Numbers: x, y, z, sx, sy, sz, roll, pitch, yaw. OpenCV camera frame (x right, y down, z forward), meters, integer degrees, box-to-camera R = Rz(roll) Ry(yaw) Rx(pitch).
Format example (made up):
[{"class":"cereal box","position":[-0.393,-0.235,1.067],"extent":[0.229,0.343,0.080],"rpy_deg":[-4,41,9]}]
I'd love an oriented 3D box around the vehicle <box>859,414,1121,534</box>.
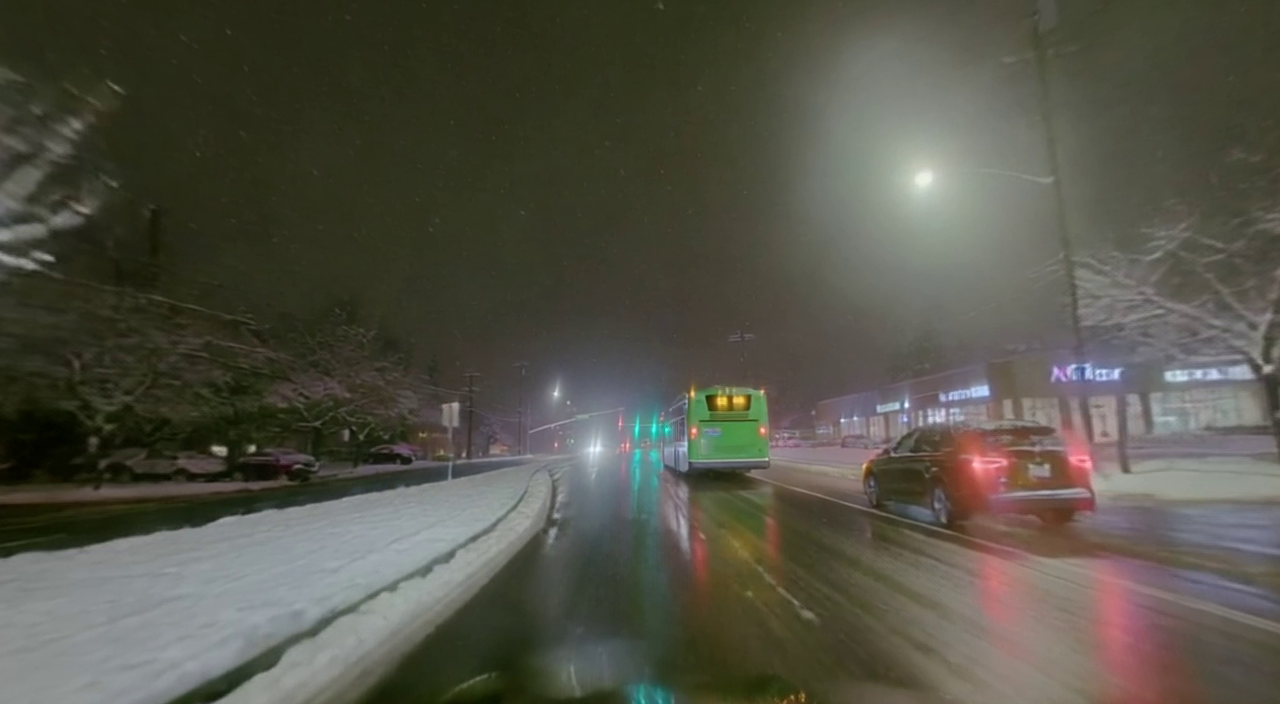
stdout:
[{"class":"vehicle","position":[6.009,2.151,11.709],"extent":[2.129,1.754,4.668],"rpy_deg":[0,-8,0]}]

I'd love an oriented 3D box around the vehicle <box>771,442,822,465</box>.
[{"class":"vehicle","position":[10.515,6.833,42.704],"extent":[2.073,1.443,4.860],"rpy_deg":[0,-8,-2]}]

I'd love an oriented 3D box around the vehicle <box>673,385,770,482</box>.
[{"class":"vehicle","position":[3.024,3.467,26.238],"extent":[2.766,3.306,9.281],"rpy_deg":[0,-8,0]}]

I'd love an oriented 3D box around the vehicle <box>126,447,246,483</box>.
[{"class":"vehicle","position":[-25.106,6.248,34.967],"extent":[4.857,1.846,2.185],"rpy_deg":[0,-8,-2]}]

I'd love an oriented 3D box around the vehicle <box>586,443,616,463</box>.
[{"class":"vehicle","position":[-2.957,7.722,48.218],"extent":[2.211,1.416,4.179],"rpy_deg":[0,-8,-3]}]

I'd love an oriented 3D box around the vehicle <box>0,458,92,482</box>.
[{"class":"vehicle","position":[-38.657,7.594,40.486],"extent":[4.646,1.447,2.215],"rpy_deg":[0,-9,0]}]

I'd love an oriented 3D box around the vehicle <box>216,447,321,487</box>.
[{"class":"vehicle","position":[-19.082,5.909,32.725],"extent":[2.277,1.764,5.283],"rpy_deg":[-2,-8,0]}]
